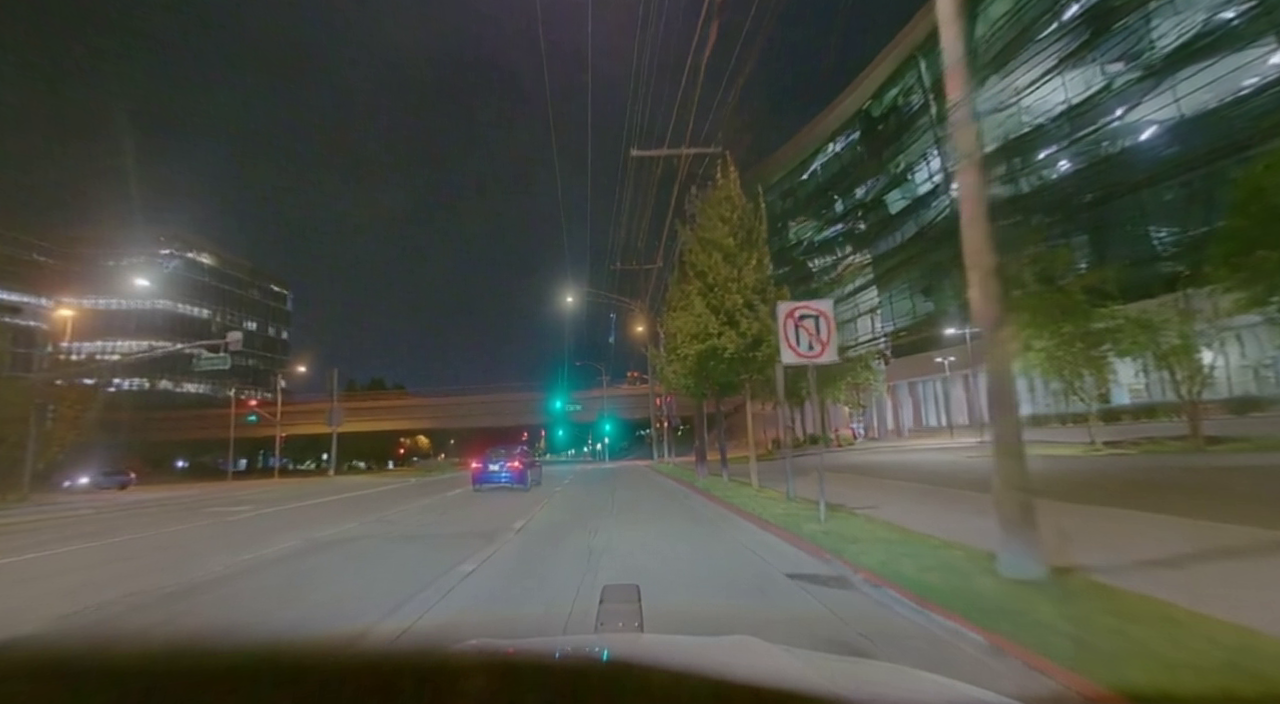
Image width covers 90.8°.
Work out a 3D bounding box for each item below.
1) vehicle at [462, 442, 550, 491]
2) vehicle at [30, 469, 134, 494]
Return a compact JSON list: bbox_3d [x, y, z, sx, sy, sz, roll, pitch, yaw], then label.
[{"bbox_3d":[-4.457,3.867,21.761,2.154,1.465,4.532,-1,-8,-2],"label":"vehicle"},{"bbox_3d":[-37.102,8.623,42.156,4.708,1.466,2.085,1,-9,-9],"label":"vehicle"}]
